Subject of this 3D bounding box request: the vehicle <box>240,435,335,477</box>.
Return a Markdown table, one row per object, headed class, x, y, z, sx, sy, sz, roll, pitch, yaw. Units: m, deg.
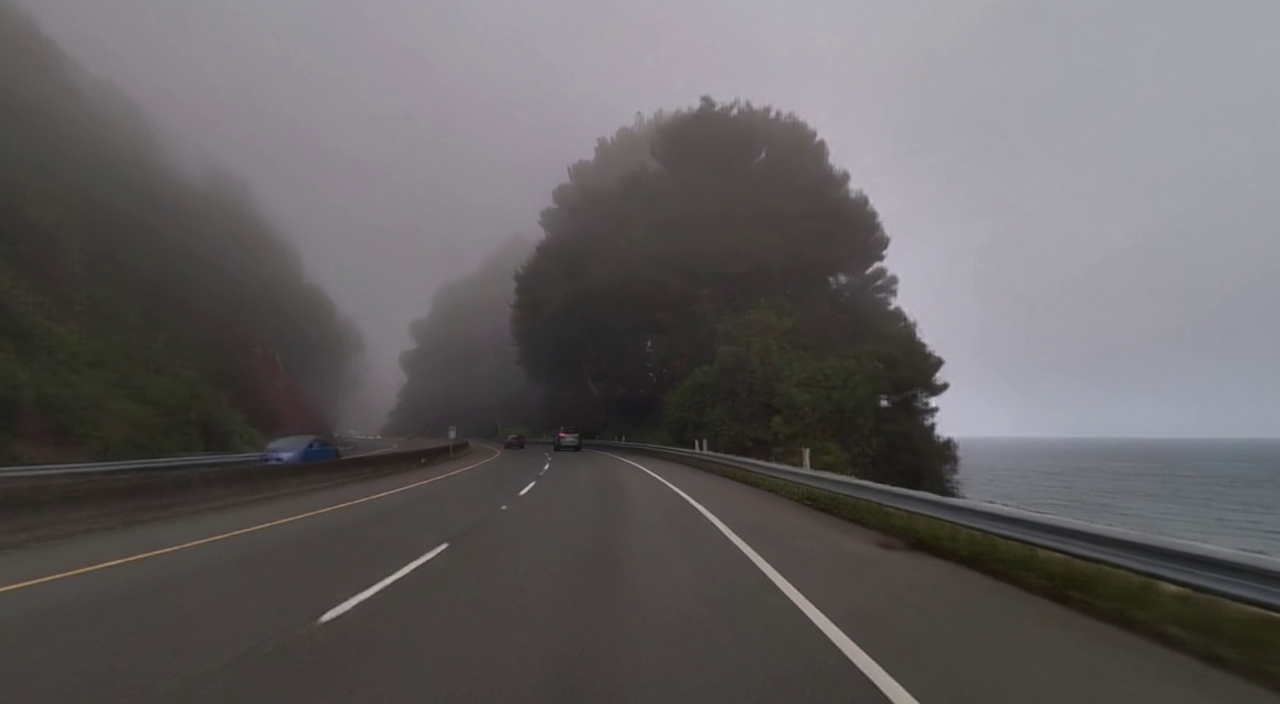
| class | x | y | z | sx | sy | sz | roll | pitch | yaw |
| --- | --- | --- | --- | --- | --- | --- | --- | --- | --- |
| vehicle | -16.109 | 4.762 | 29.145 | 2.224 | 1.712 | 4.380 | 0 | -8 | -7 |
